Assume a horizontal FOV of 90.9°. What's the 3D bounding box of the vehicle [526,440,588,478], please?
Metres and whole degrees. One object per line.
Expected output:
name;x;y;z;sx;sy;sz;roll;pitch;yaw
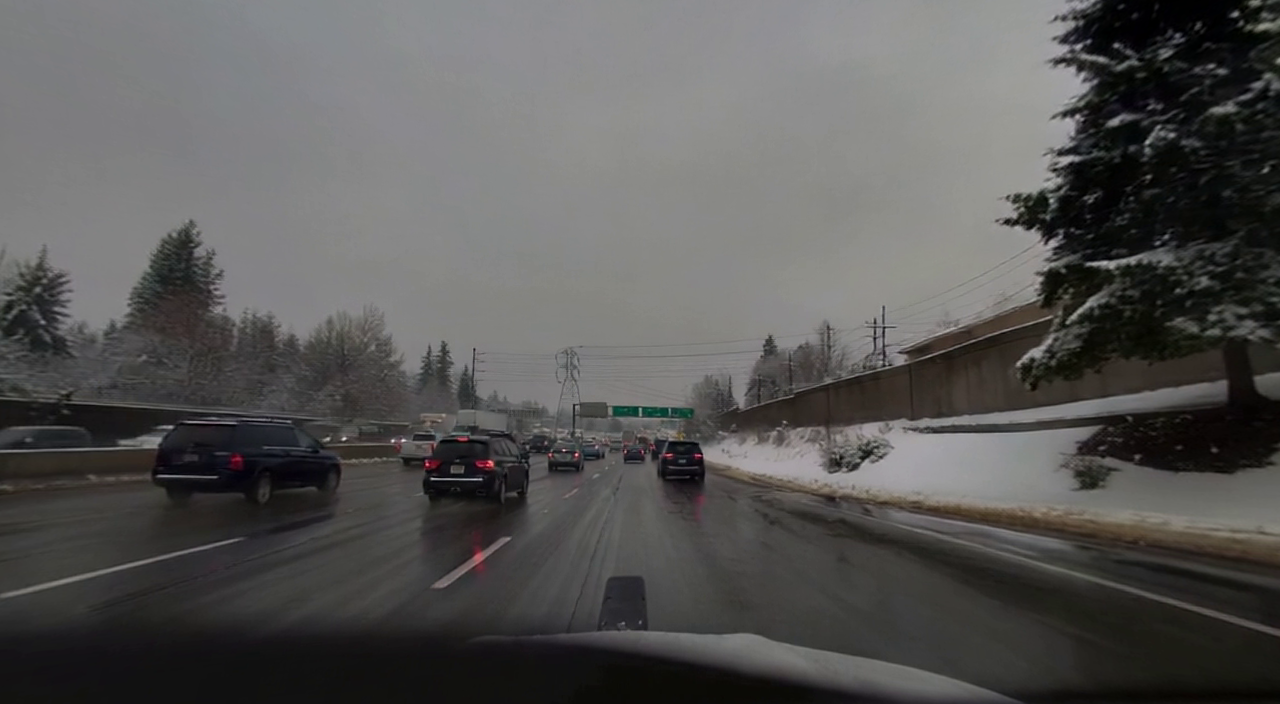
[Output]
vehicle;-3.605;4.775;28.320;2.049;1.530;4.707;0;-9;1

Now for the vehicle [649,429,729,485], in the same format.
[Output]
vehicle;1.951;4.484;27.315;2.793;2.132;5.682;0;-9;-2

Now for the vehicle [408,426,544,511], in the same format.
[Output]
vehicle;-3.694;2.722;15.161;2.026;1.719;4.490;0;-9;0

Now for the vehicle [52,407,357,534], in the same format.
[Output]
vehicle;-7.391;2.070;11.552;2.222;1.825;4.640;0;-9;0
